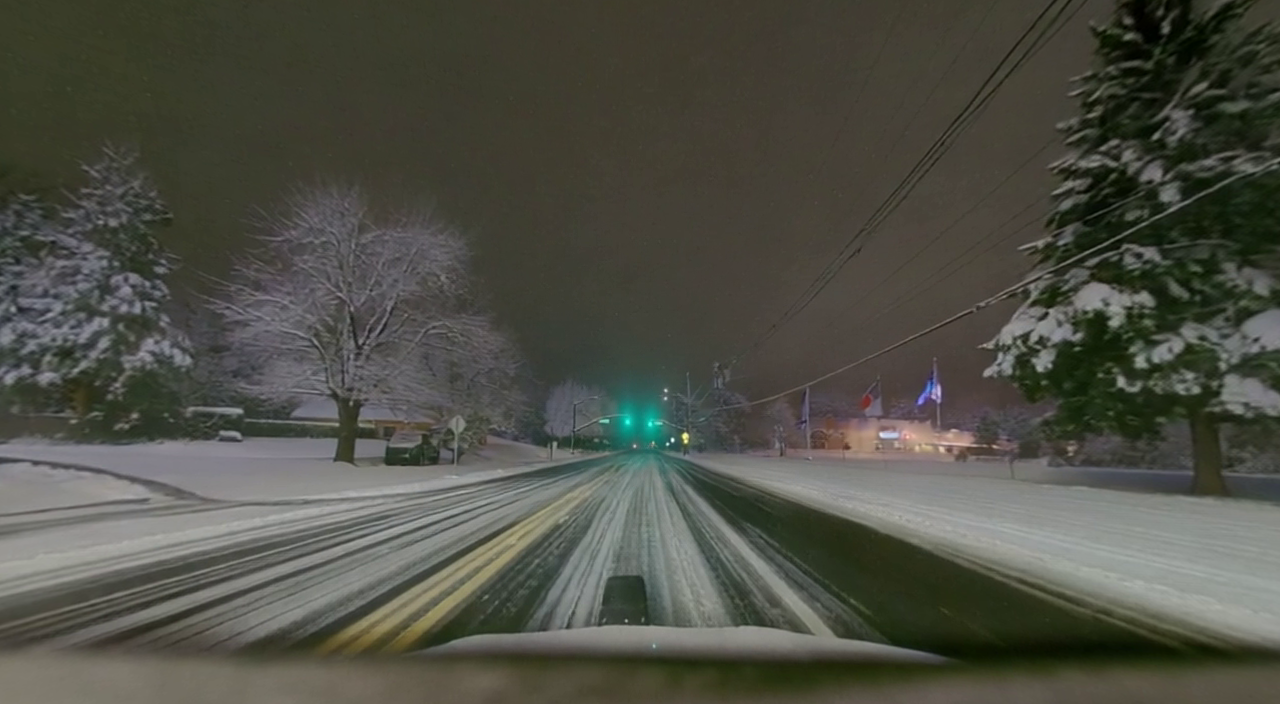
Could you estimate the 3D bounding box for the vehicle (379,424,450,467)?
[{"bbox_3d":[-13.069,5.463,36.973,2.476,2.256,5.686,0,-8,-5],"label":"vehicle"}]
